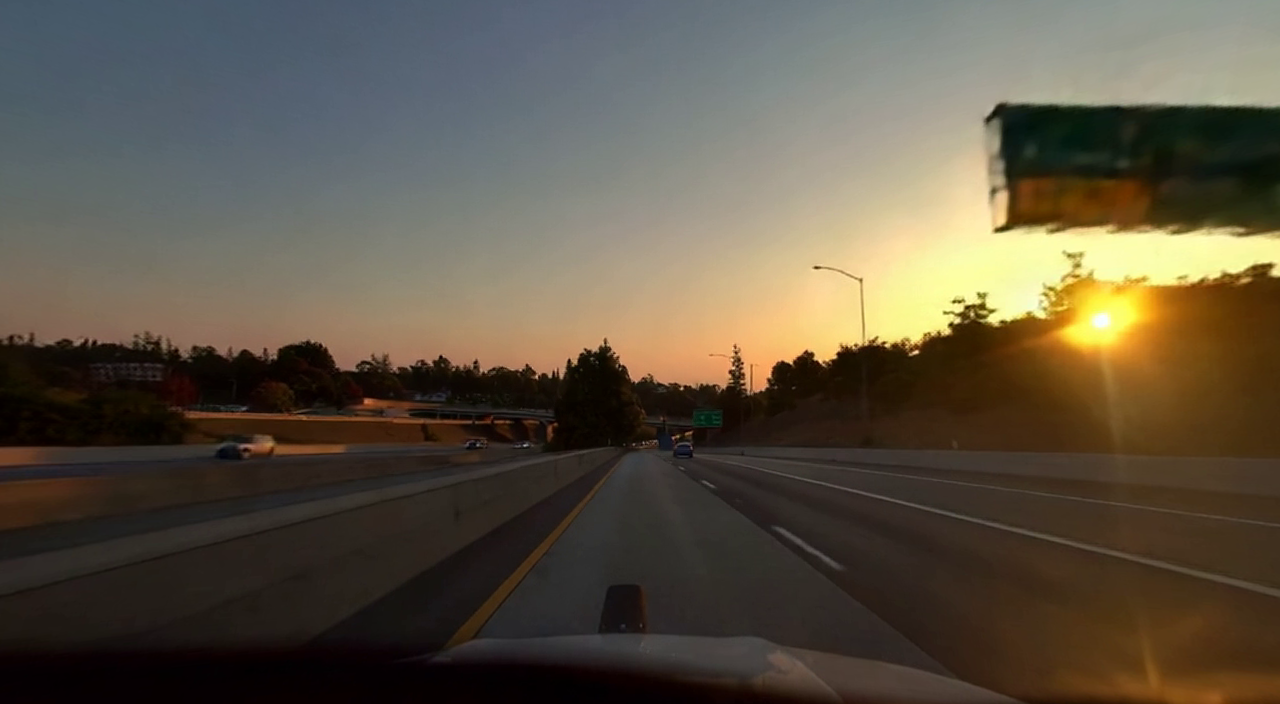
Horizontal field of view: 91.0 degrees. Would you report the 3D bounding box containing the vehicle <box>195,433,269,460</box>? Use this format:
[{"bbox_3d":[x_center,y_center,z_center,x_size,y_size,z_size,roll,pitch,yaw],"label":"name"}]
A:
[{"bbox_3d":[-23.554,5.460,36.461,1.891,1.457,3.494,0,-8,0],"label":"vehicle"}]
